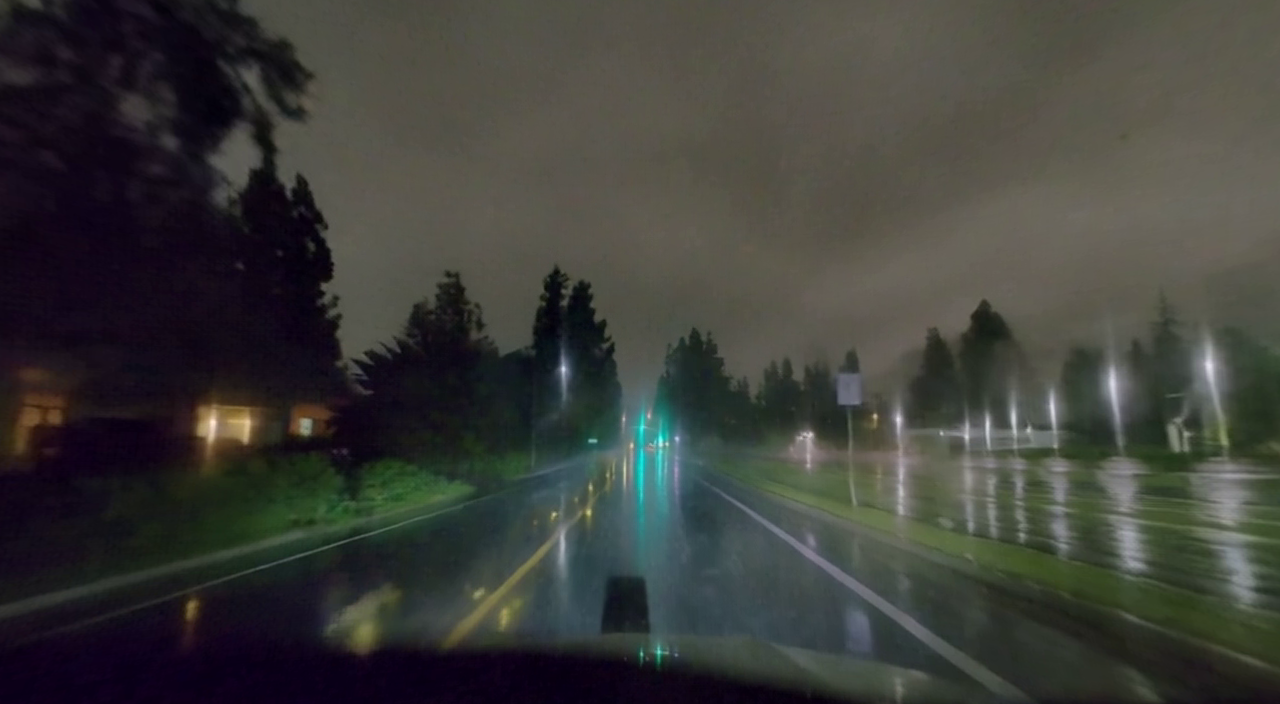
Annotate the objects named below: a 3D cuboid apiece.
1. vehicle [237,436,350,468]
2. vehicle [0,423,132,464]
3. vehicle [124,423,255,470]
[{"bbox_3d":[-18.850,5.442,34.534,5.008,1.619,2.102,1,-8,-15],"label":"vehicle"},{"bbox_3d":[-26.148,4.176,28.763,4.237,1.701,1.881,-2,-9,1],"label":"vehicle"},{"bbox_3d":[-20.193,4.212,28.334,4.511,1.876,2.044,0,-8,10],"label":"vehicle"}]
